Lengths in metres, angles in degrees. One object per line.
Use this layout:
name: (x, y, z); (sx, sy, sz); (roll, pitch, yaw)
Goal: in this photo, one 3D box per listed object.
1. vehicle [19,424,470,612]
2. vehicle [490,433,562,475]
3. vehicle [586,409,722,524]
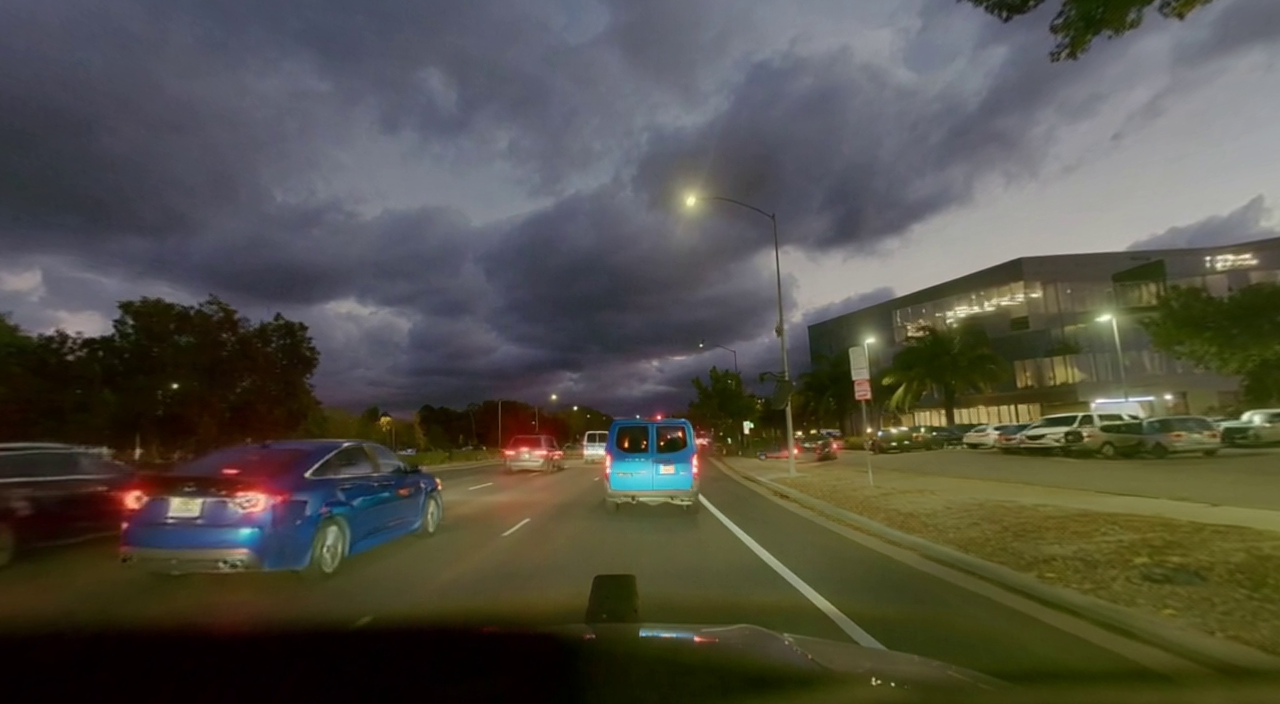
vehicle: (-3.825, 1.679, 7.484); (1.991, 1.459, 4.813); (-1, -9, 4)
vehicle: (-5.107, 4.649, 28.971); (2.116, 1.714, 4.757); (-1, -9, 4)
vehicle: (0.295, 2.154, 12.295); (2.173, 1.830, 4.189); (0, -9, 2)
